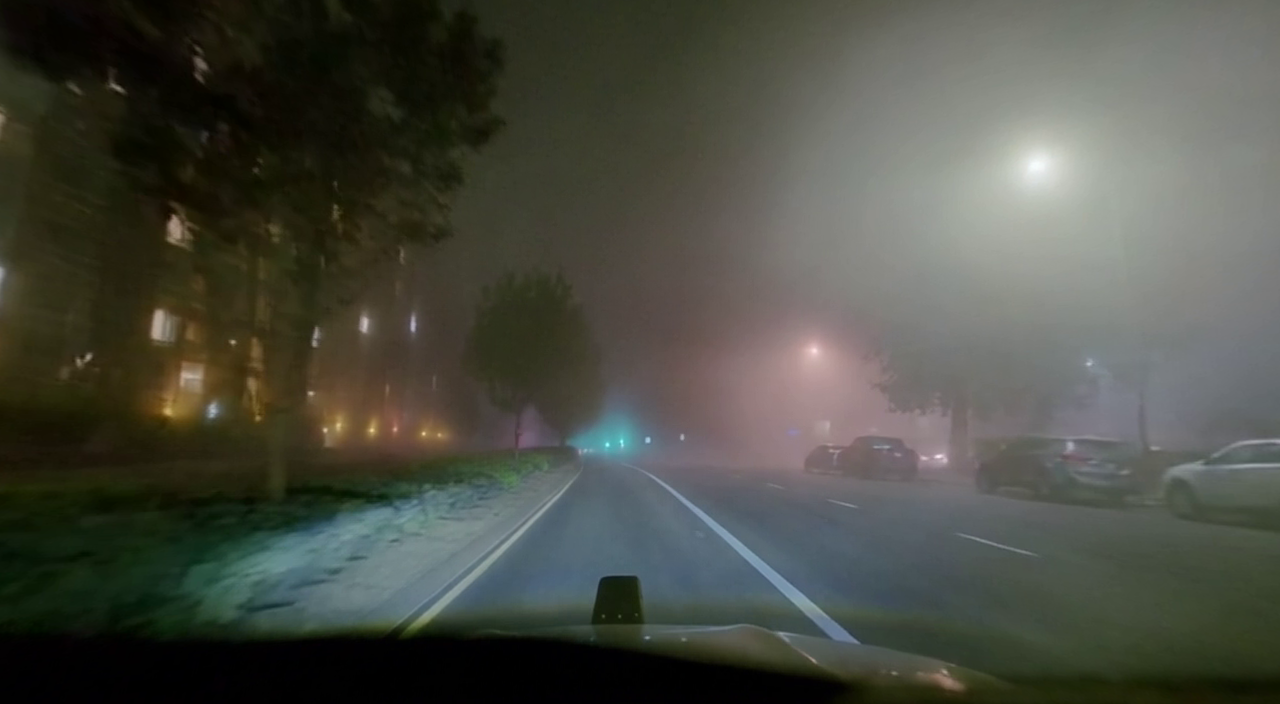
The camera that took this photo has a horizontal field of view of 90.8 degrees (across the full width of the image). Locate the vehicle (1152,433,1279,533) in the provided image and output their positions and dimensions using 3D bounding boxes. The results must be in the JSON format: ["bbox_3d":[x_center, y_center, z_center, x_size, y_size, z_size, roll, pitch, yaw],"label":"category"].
[{"bbox_3d":[10.925,2.061,9.964,1.885,1.545,4.377,0,-9,-2],"label":"vehicle"}]

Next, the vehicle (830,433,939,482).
[{"bbox_3d":[9.959,4.346,26.325,2.211,1.831,5.275,0,-9,-2],"label":"vehicle"}]

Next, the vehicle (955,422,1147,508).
[{"bbox_3d":[10.780,2.988,17.123,1.916,1.889,4.675,4,-9,-3],"label":"vehicle"}]
